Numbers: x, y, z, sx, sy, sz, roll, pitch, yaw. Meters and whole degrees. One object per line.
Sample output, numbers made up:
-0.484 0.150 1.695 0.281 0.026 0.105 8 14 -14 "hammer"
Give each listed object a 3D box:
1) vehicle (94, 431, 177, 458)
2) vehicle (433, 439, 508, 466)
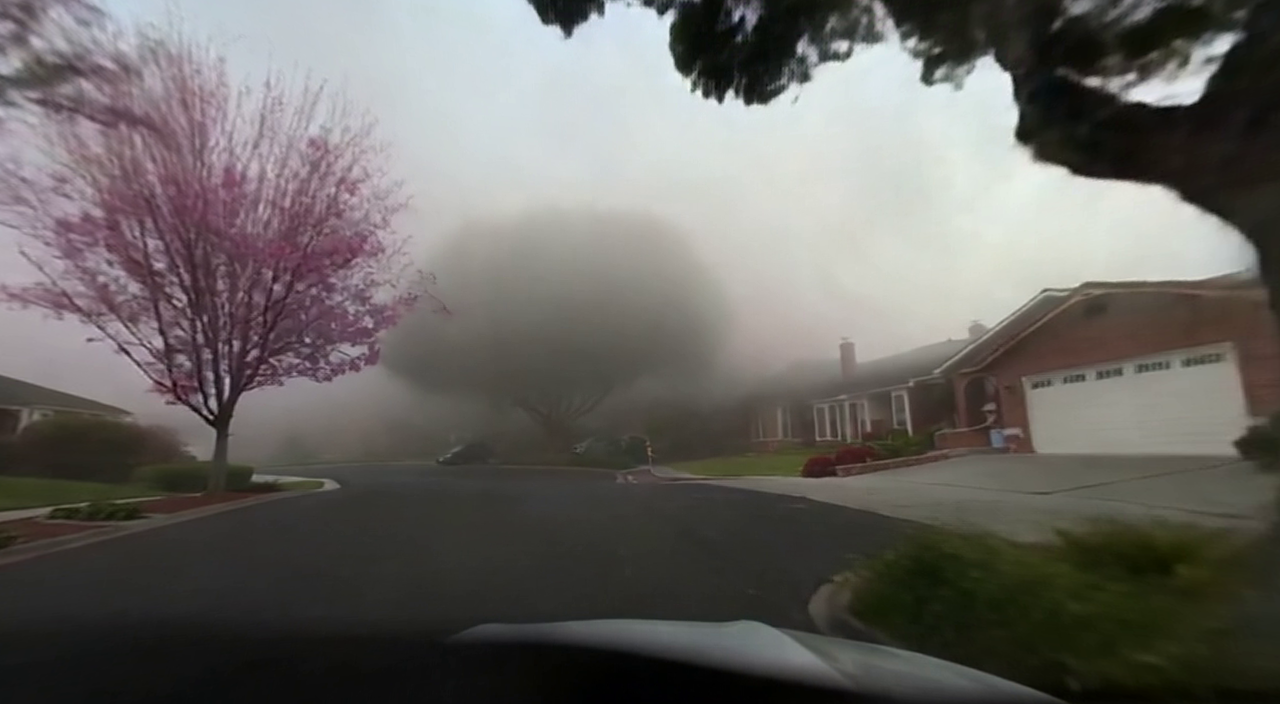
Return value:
-34.078 6.223 42.722 4.237 1.728 2.203 -2 -9 16 "vehicle"
-12.248 7.283 45.805 4.815 1.827 2.147 0 -9 -1 "vehicle"
